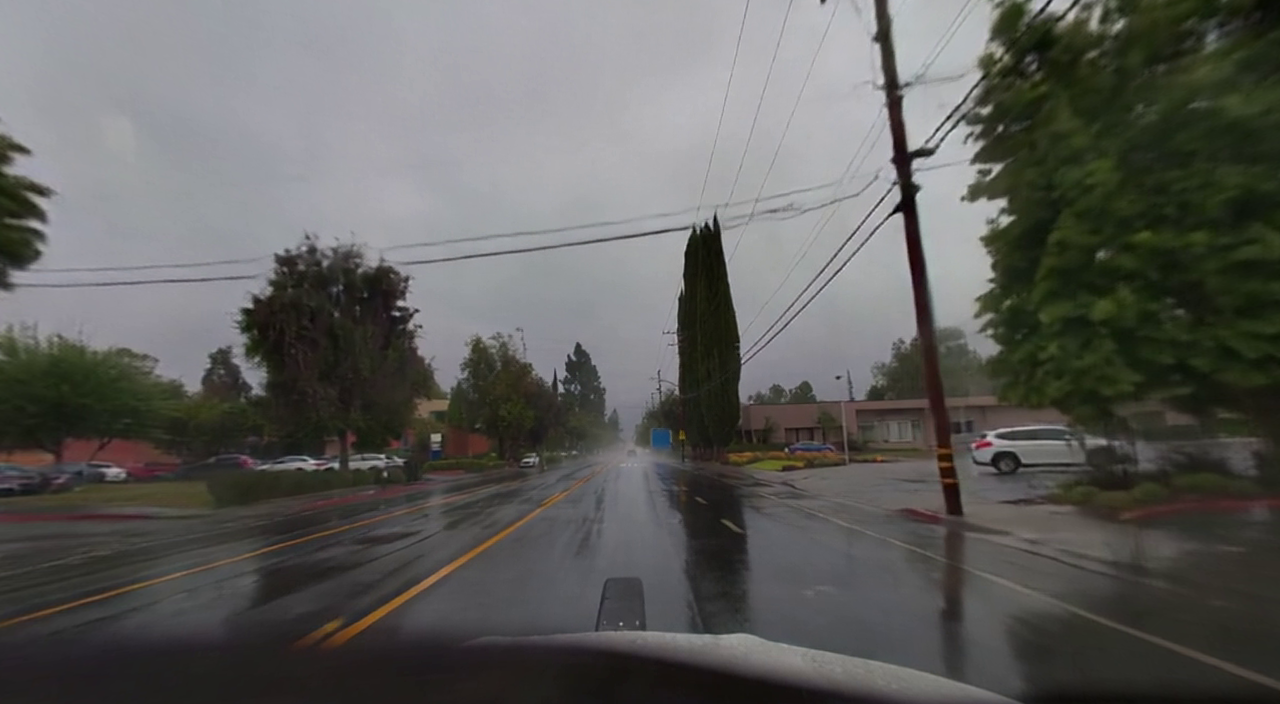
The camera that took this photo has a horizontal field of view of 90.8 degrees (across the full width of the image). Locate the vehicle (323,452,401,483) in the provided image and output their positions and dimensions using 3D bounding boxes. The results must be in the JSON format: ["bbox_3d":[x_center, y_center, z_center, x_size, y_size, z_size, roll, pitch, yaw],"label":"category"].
[{"bbox_3d":[-16.548,6.838,37.623,4.311,1.746,1.984,-5,-10,29],"label":"vehicle"}]

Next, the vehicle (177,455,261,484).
[{"bbox_3d":[-27.677,7.674,41.657,4.417,1.747,1.954,5,-10,-33],"label":"vehicle"}]

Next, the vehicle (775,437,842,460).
[{"bbox_3d":[12.849,7.370,48.279,4.554,1.668,1.974,-5,-10,28],"label":"vehicle"}]

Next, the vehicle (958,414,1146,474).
[{"bbox_3d":[12.742,2.928,19.984,4.632,1.701,1.975,-5,-10,26],"label":"vehicle"}]

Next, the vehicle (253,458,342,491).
[{"bbox_3d":[-17.347,6.139,31.905,4.708,1.472,1.994,-6,-11,35],"label":"vehicle"}]

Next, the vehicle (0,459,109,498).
[{"bbox_3d":[-27.263,5.729,28.724,4.272,1.613,1.855,2,-9,-14],"label":"vehicle"}]
